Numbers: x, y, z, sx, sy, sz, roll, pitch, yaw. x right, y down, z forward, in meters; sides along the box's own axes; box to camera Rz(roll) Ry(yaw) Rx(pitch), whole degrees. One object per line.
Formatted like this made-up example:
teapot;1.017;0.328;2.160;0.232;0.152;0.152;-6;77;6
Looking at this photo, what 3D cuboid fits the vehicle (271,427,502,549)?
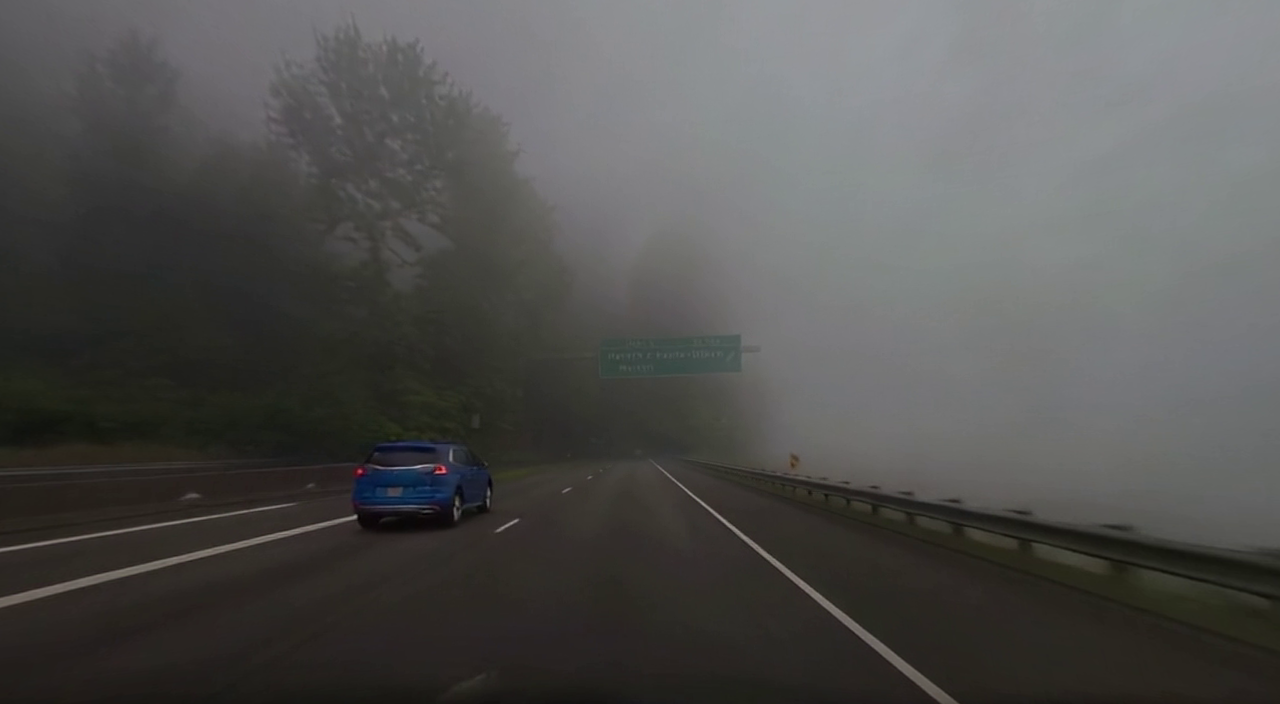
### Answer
vehicle;-3.925;2.193;10.743;2.104;1.626;4.283;-1;-9;1
